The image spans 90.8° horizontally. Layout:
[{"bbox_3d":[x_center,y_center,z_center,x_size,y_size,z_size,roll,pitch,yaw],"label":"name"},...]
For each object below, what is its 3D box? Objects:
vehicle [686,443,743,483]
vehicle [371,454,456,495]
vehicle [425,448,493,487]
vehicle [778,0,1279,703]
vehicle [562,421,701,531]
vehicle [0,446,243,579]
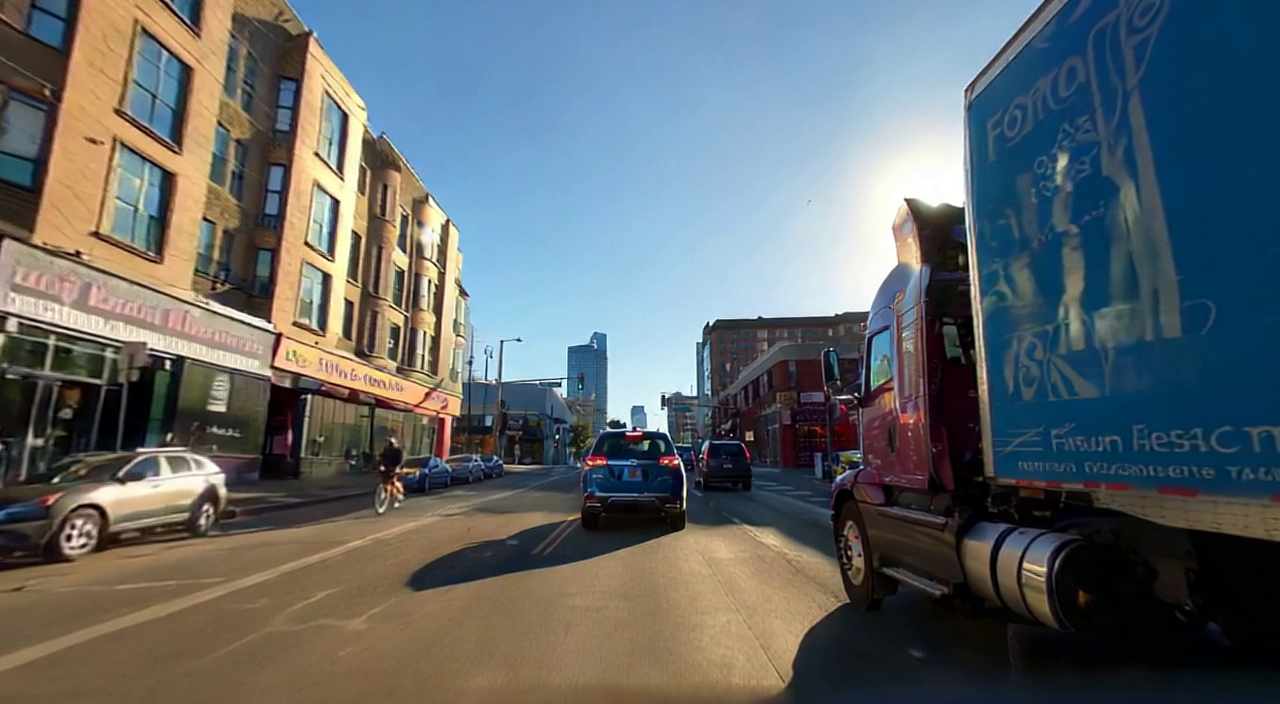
[{"bbox_3d":[3.437,5.200,29.961,2.159,1.696,4.316,0,-8,0],"label":"vehicle"},{"bbox_3d":[-8.698,4.715,24.665,1.805,1.379,4.359,0,-8,-1],"label":"vehicle"},{"bbox_3d":[-8.711,5.554,30.785,2.084,1.686,4.422,0,-8,-1],"label":"vehicle"},{"bbox_3d":[3.028,-0.013,2.406,2.913,3.771,9.716,0,-8,1],"label":"vehicle"},{"bbox_3d":[-0.148,2.375,12.708,2.283,1.783,4.548,0,-8,0],"label":"vehicle"},{"bbox_3d":[-8.839,2.374,10.256,1.896,1.652,4.269,0,-8,1],"label":"vehicle"}]
